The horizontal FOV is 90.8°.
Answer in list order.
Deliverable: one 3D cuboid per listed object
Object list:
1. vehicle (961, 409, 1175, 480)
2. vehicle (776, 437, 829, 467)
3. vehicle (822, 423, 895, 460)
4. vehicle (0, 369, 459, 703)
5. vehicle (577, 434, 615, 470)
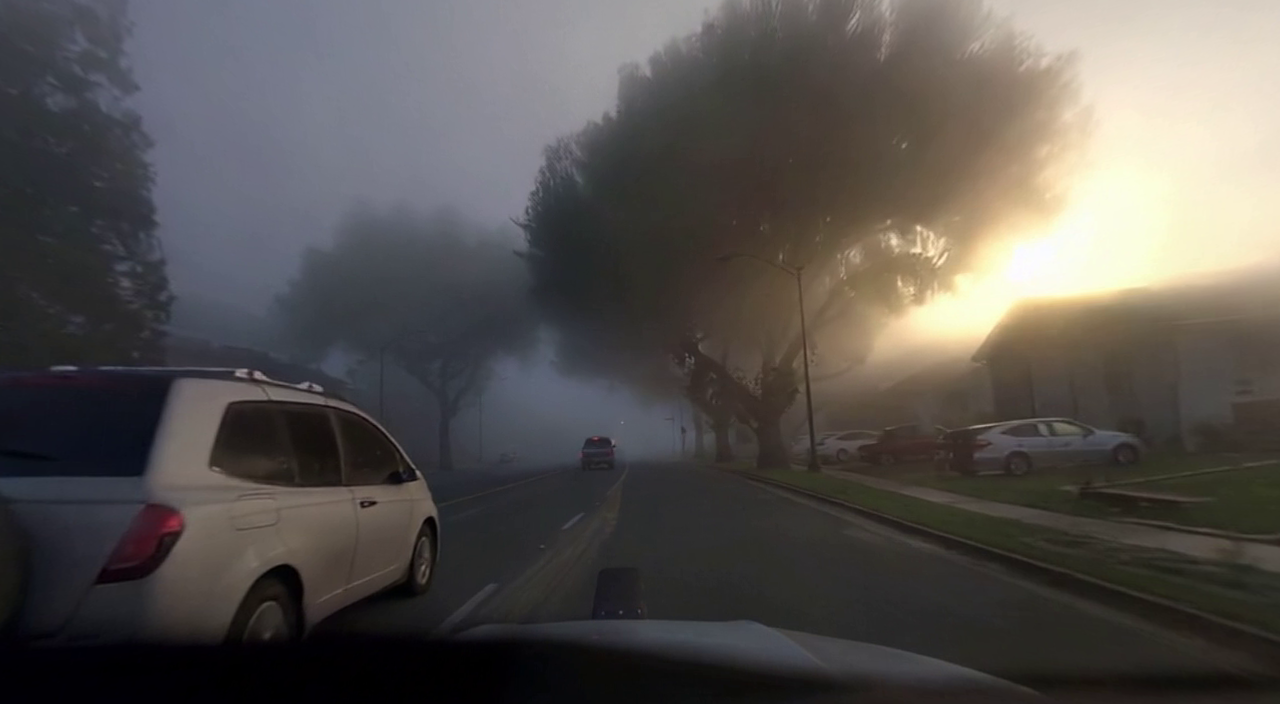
[{"bbox_3d":[11.266,2.478,16.901,4.249,1.550,1.843,-3,-8,2],"label":"vehicle"},{"bbox_3d":[8.893,5.511,35.046,1.897,1.524,4.604,-1,-9,3],"label":"vehicle"},{"bbox_3d":[11.826,4.913,34.654,2.138,1.850,4.930,0,-9,-1],"label":"vehicle"},{"bbox_3d":[-3.030,1.202,4.201,2.205,1.590,4.852,0,-9,0],"label":"vehicle"},{"bbox_3d":[-2.702,6.304,40.042,2.085,2.084,5.133,0,-9,-1],"label":"vehicle"}]
